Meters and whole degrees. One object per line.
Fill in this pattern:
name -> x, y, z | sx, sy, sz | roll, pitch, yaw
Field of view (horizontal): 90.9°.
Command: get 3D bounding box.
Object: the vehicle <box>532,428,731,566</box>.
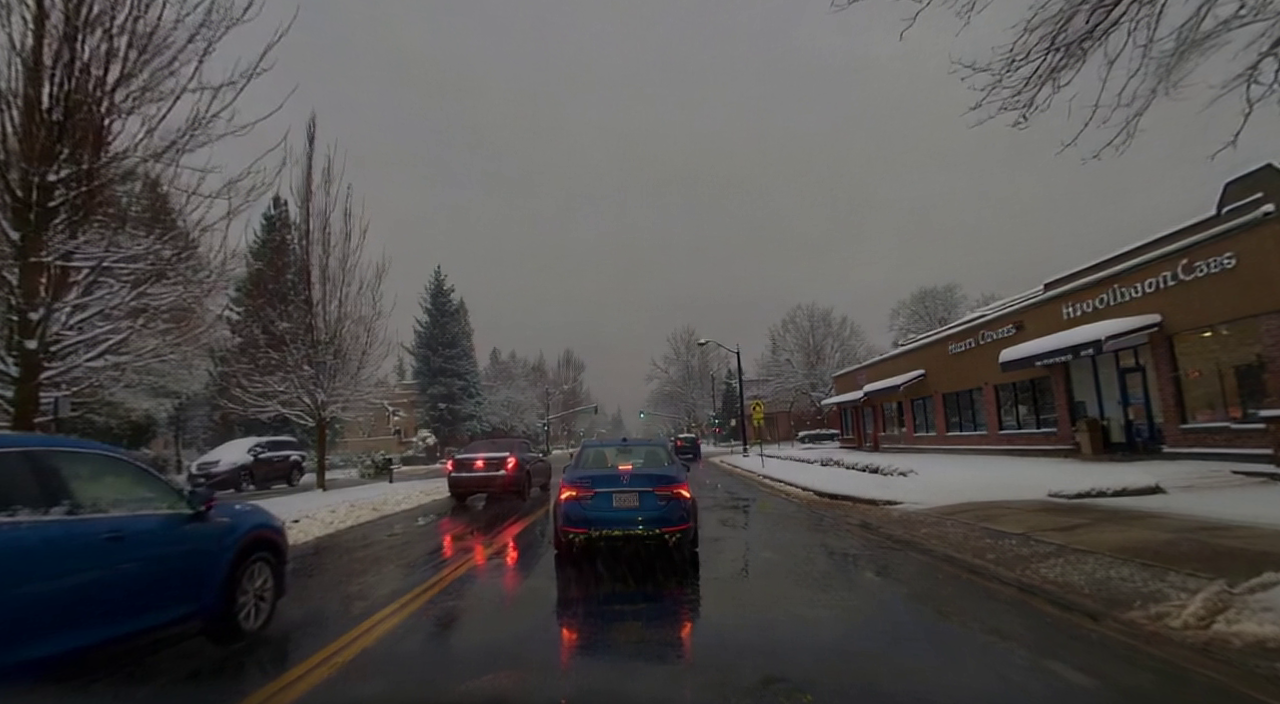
vehicle -> -0.095, 1.894, 8.954 | 2.160, 1.482, 4.037 | 0, -9, 0

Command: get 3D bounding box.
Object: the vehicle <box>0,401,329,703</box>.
vehicle -> -3.460, 1.007, 2.917 | 1.905, 1.473, 4.016 | 0, -9, 1

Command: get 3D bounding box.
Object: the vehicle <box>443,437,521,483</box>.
vehicle -> -6.192, 4.277, 25.257 | 2.095, 1.682, 4.371 | 0, -9, -1
